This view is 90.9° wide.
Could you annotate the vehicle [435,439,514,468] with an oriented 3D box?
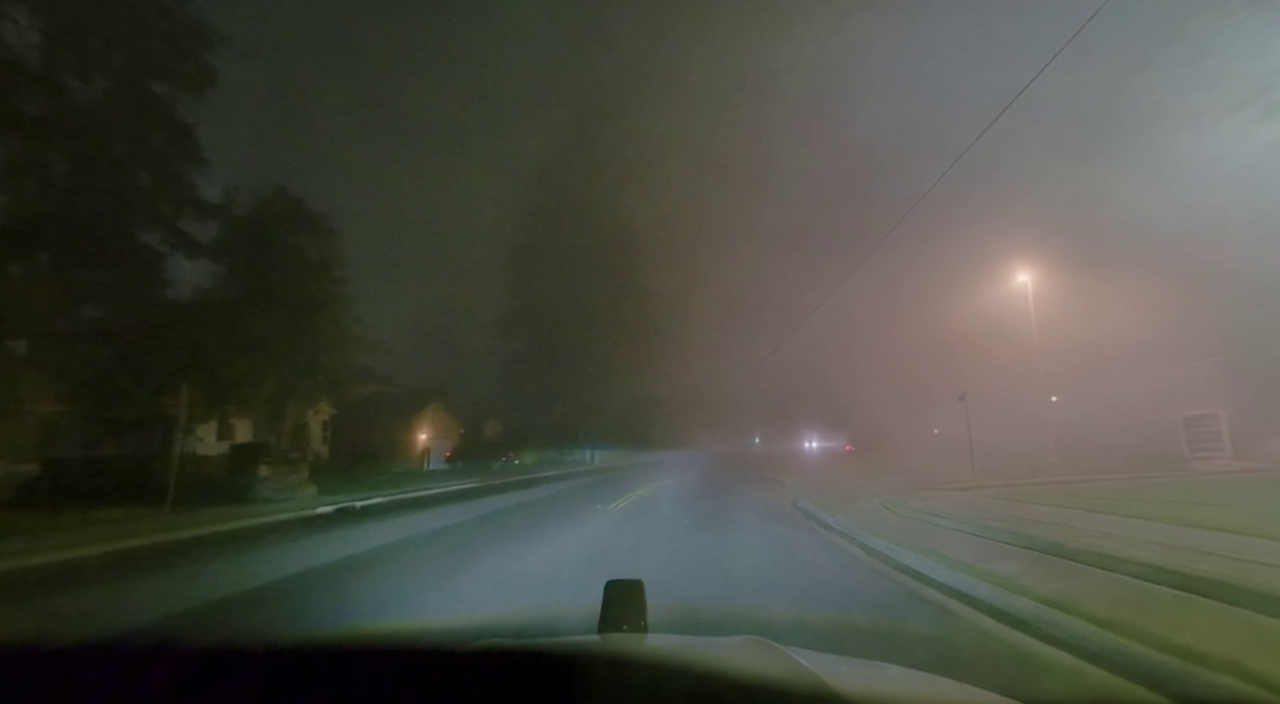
[{"bbox_3d":[-10.049,6.163,38.456,4.485,1.663,2.111,2,-9,-13],"label":"vehicle"}]
